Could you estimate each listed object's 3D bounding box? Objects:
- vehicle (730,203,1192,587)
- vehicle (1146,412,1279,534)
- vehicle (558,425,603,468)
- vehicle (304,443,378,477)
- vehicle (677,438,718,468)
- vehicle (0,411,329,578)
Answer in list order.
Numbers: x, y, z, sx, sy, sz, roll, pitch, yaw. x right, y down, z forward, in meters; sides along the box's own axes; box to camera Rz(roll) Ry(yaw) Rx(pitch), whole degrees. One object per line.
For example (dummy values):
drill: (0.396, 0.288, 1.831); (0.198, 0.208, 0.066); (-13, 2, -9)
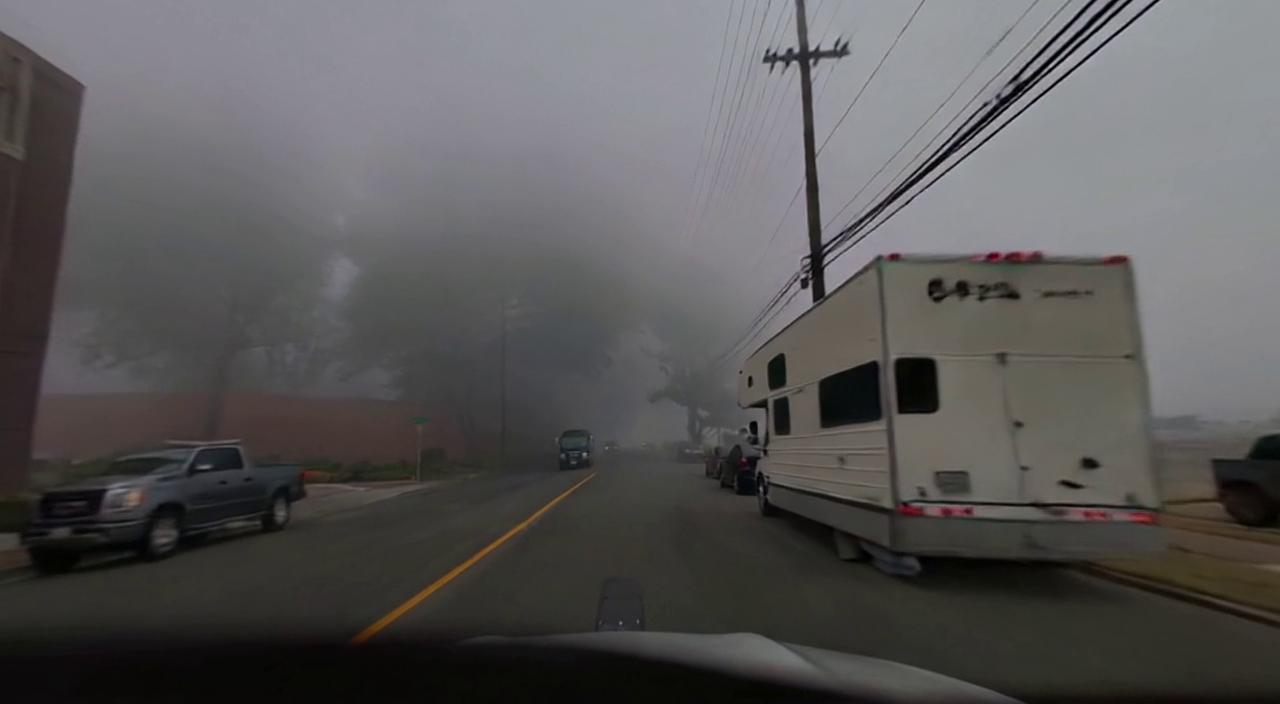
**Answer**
vehicle: (3.836, 1.055, 10.497); (3.029, 3.860, 7.726); (-5, -11, -2)
vehicle: (9.839, 1.652, 8.743); (2.039, 1.662, 4.304); (-2, -9, 0)
vehicle: (-3.734, 6.120, 40.992); (2.280, 2.522, 6.402); (0, -9, 0)
vehicle: (-15.241, 5.507, 32.413); (1.925, 1.592, 3.814); (0, -9, -1)
vehicle: (3.806, 6.763, 42.414); (2.112, 1.848, 4.913); (0, -9, -2)
vehicle: (-7.872, 2.319, 11.096); (2.177, 2.075, 5.427); (-4, -9, -1)
